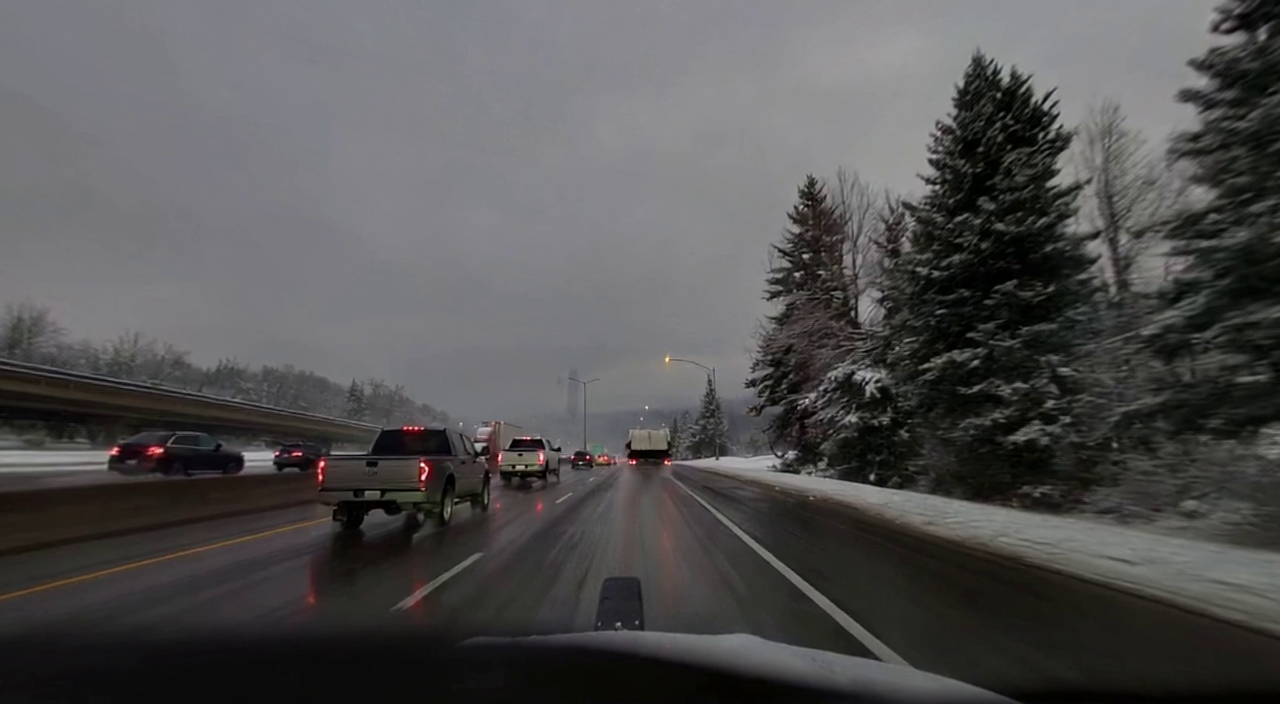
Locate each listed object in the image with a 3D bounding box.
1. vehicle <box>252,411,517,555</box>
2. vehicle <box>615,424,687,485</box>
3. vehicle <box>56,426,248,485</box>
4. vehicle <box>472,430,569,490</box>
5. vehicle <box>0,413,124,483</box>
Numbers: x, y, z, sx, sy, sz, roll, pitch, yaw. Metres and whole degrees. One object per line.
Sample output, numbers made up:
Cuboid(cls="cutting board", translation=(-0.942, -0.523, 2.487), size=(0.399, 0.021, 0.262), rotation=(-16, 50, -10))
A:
Cuboid(cls="vehicle", translation=(-3.797, 2.073, 10.746), size=(2.303, 1.835, 5.044), rotation=(0, -9, 1))
Cuboid(cls="vehicle", translation=(0.380, 4.744, 29.563), size=(2.886, 2.471, 7.692), rotation=(0, -9, -1))
Cuboid(cls="vehicle", translation=(-13.648, 2.929, 18.060), size=(1.828, 1.482, 4.204), rotation=(-1, -9, 6))
Cuboid(cls="vehicle", translation=(-4.331, 4.042, 24.018), size=(2.575, 1.958, 5.730), rotation=(0, -9, 0))
Cuboid(cls="vehicle", translation=(-16.702, 2.516, 16.542), size=(2.030, 1.688, 4.755), rotation=(-1, -9, 7))
